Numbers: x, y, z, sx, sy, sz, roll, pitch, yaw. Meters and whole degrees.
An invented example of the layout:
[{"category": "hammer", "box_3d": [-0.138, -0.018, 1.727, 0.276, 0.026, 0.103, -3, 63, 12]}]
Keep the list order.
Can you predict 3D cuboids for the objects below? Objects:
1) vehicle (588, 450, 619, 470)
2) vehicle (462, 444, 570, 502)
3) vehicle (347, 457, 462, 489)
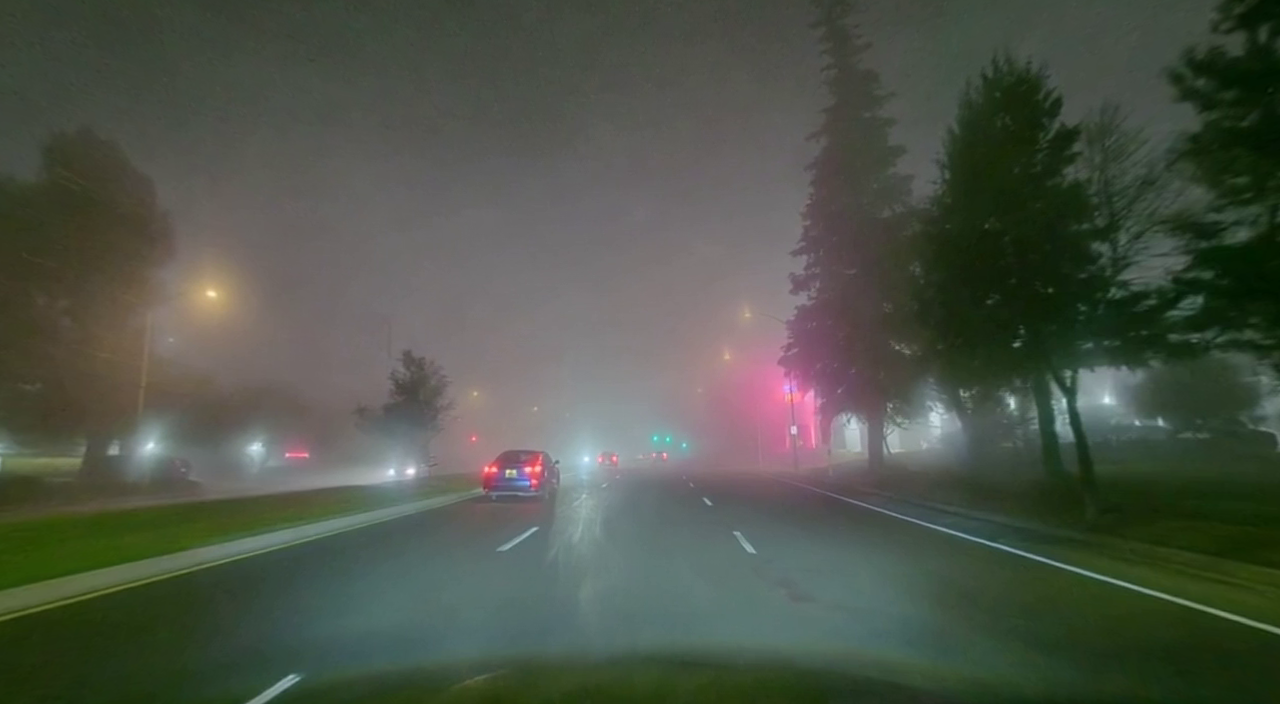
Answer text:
[{"category": "vehicle", "box_3d": [-2.745, 8.267, 48.326, 2.039, 1.479, 4.257, 0, -9, 2]}, {"category": "vehicle", "box_3d": [-3.380, 3.411, 18.151, 2.076, 1.444, 4.328, -1, -9, 2]}, {"category": "vehicle", "box_3d": [-7.604, 3.945, 20.665, 2.700, 0.905, 2.928, 0, -9, -2]}]
